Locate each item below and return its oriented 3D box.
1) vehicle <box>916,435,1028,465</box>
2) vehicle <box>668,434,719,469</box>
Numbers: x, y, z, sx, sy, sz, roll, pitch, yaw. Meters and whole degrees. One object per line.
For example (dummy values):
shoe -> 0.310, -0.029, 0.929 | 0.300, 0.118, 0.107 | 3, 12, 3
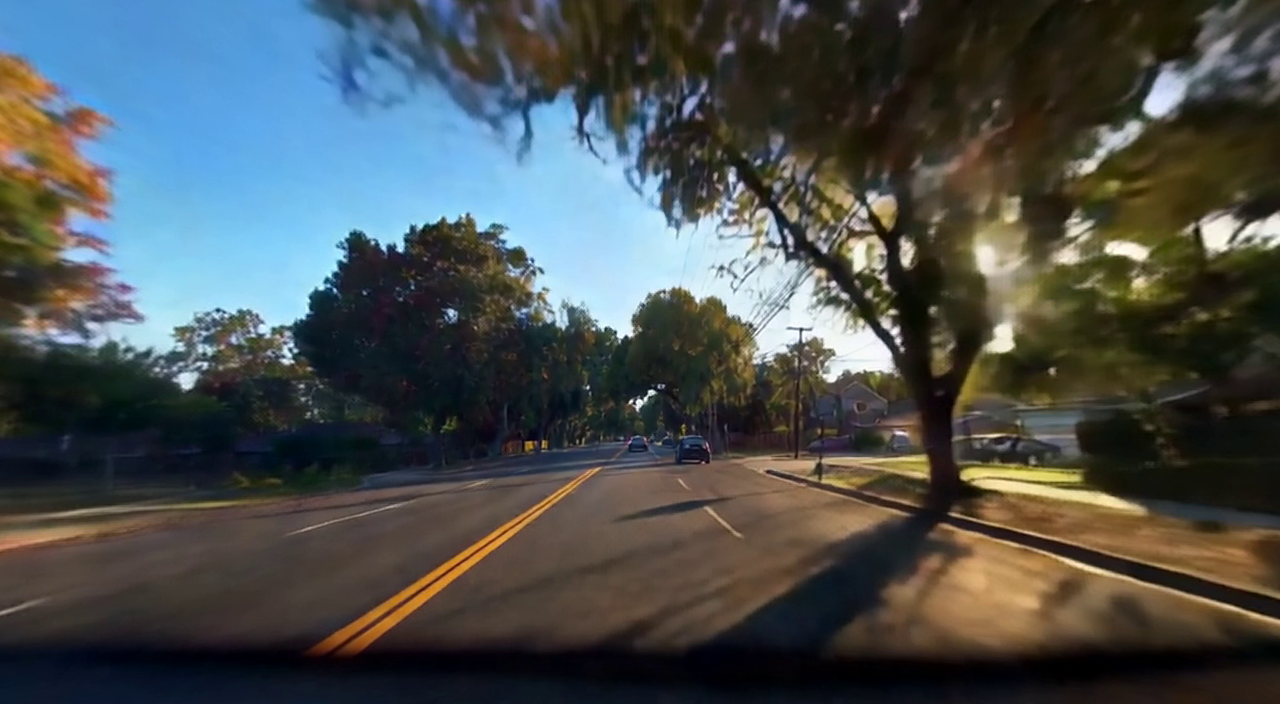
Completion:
vehicle -> 16.985, 5.023, 32.357 | 4.672, 1.463, 1.863 | 0, -8, 1
vehicle -> 2.351, 4.538, 28.775 | 1.975, 1.497, 3.647 | 0, -8, -1
